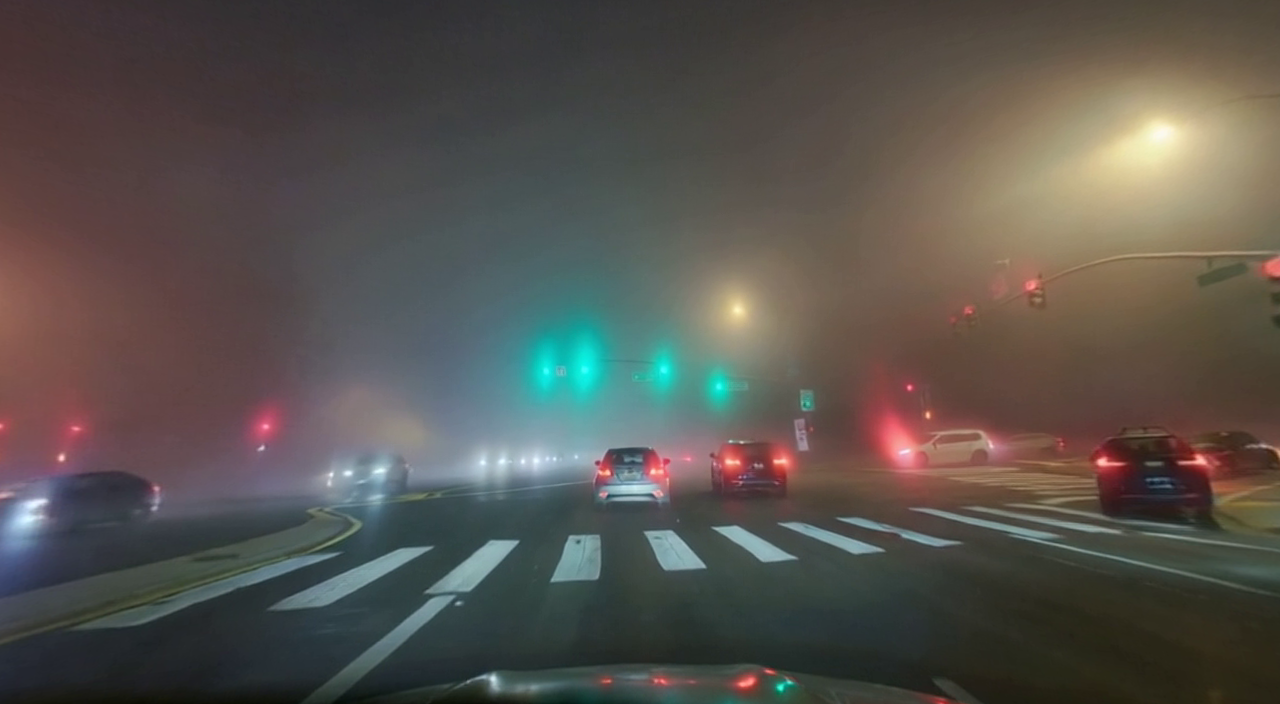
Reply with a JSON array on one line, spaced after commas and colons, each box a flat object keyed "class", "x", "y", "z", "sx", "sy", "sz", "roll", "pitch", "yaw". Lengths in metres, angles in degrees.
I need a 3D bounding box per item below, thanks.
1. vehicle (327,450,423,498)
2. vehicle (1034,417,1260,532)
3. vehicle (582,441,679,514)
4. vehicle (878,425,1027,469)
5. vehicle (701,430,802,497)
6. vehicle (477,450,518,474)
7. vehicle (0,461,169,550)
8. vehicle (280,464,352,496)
[{"class": "vehicle", "x": -11.253, "y": 5.179, "z": 27.255, "sx": 2.078, "sy": 1.795, "sz": 4.636, "roll": 0, "pitch": -8, "yaw": 1}, {"class": "vehicle", "x": 9.277, "y": 2.229, "z": 12.112, "sx": 2.039, "sy": 1.760, "sz": 4.319, "roll": -3, "pitch": -9, "yaw": 21}, {"class": "vehicle", "x": -0.254, "y": 2.925, "z": 15.237, "sx": 2.034, "sy": 1.500, "sz": 3.966, "roll": 0, "pitch": -8, "yaw": -1}, {"class": "vehicle", "x": 15.129, "y": 4.654, "z": 31.006, "sx": 6.013, "sy": 2.030, "sz": 2.461, "roll": -2, "pitch": -9, "yaw": 12}, {"class": "vehicle", "x": 3.207, "y": 3.321, "z": 19.187, "sx": 2.107, "sy": 1.773, "sz": 4.557, "roll": 0, "pitch": -8, "yaw": -1}, {"class": "vehicle", "x": -11.055, "y": 8.576, "z": 49.498, "sx": 2.102, "sy": 1.758, "sz": 4.532, "roll": 0, "pitch": -8, "yaw": 1}, {"class": "vehicle", "x": -14.841, "y": 3.781, "z": 16.197, "sx": 1.908, "sy": 1.797, "sz": 4.620, "roll": 0, "pitch": -8, "yaw": 1}, {"class": "vehicle", "x": -18.302, "y": 7.223, "z": 35.903, "sx": 1.840, "sy": 1.511, "sz": 4.229, "roll": 0, "pitch": -8, "yaw": 0}]
